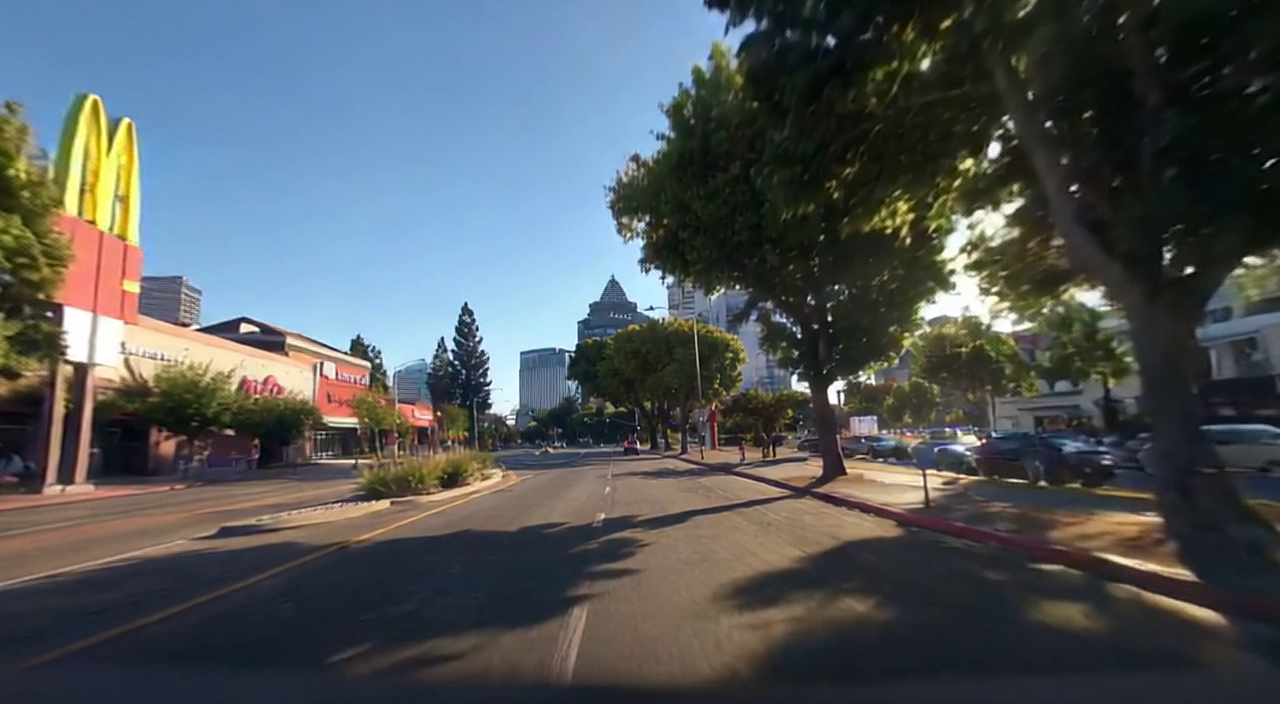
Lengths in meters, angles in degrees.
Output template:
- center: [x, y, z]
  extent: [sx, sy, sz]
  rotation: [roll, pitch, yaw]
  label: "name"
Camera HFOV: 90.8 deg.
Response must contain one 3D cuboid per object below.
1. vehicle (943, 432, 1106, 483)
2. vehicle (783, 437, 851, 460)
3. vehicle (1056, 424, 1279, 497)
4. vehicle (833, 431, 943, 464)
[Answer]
- center: [13.660, 3.743, 22.639]
  extent: [4.538, 1.433, 2.023]
  rotation: [-3, -7, -4]
  label: "vehicle"
- center: [13.178, 7.213, 47.142]
  extent: [4.395, 1.497, 1.975]
  rotation: [-1, -8, -2]
  label: "vehicle"
- center: [14.353, 2.885, 17.062]
  extent: [4.722, 1.483, 2.119]
  rotation: [-4, -8, -3]
  label: "vehicle"
- center: [12.937, 4.998, 33.235]
  extent: [4.769, 1.636, 2.281]
  rotation: [0, -9, -3]
  label: "vehicle"
